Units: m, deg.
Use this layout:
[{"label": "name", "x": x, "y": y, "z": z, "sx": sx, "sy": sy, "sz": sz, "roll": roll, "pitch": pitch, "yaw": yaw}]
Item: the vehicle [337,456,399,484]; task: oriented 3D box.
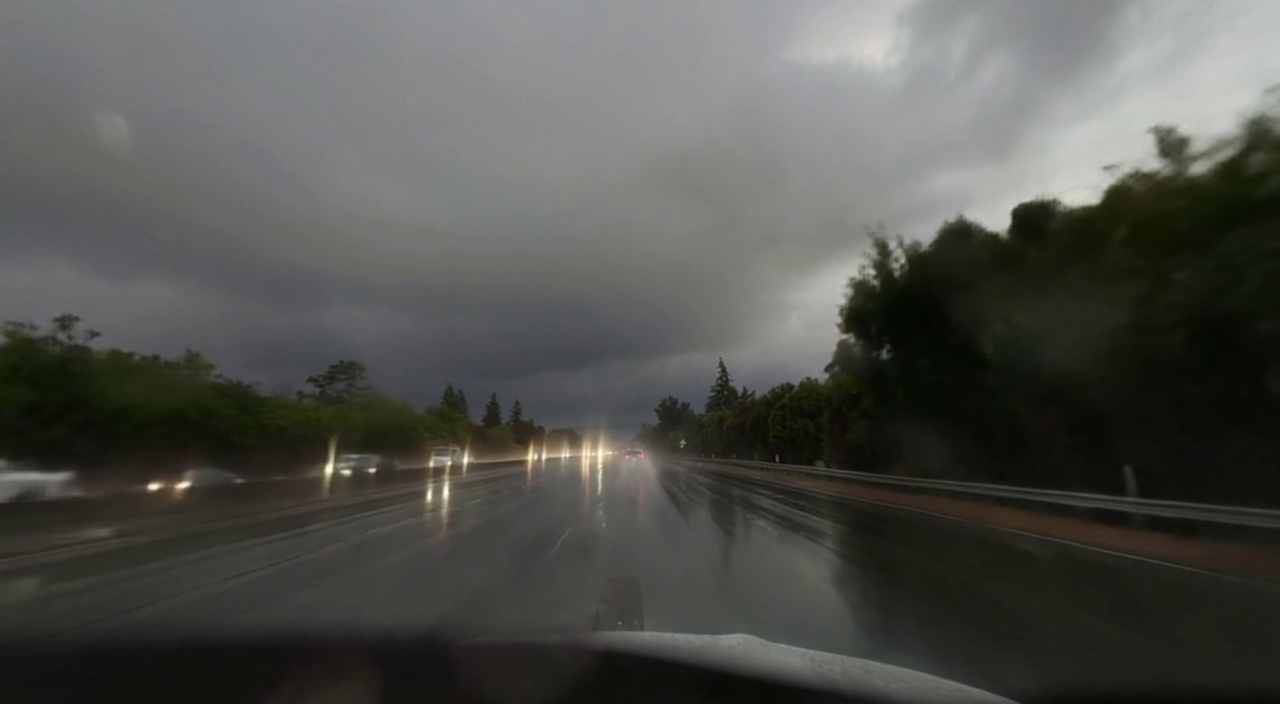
[{"label": "vehicle", "x": -15.170, "y": 6.559, "z": 35.156, "sx": 1.753, "sy": 1.426, "sz": 3.920, "roll": 0, "pitch": -9, "yaw": 0}]
